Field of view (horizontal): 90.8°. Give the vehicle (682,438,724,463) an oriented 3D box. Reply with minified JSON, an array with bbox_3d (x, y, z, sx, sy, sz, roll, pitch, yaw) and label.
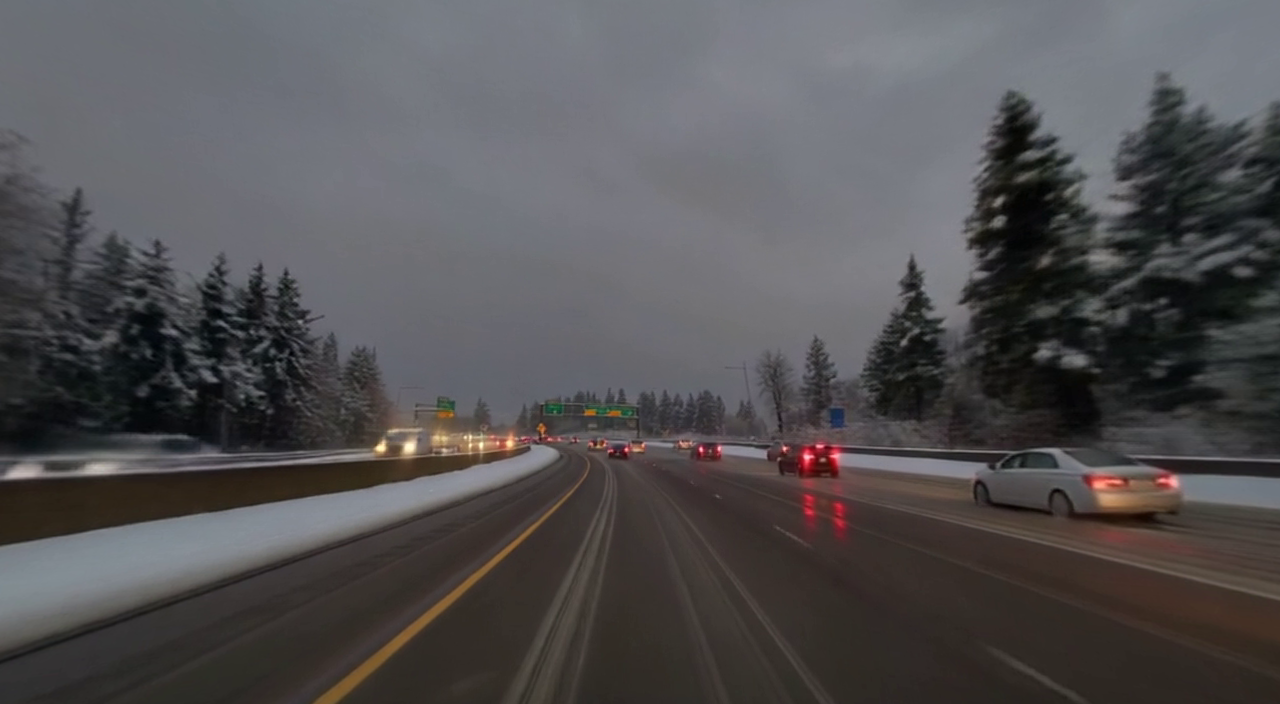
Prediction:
[{"bbox_3d":[4.210,6.702,42.998,2.094,1.652,3.955,1,-9,-5],"label":"vehicle"}]

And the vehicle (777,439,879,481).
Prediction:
[{"bbox_3d":[7.290,4.265,25.150,2.196,1.494,4.735,1,-9,-6],"label":"vehicle"}]

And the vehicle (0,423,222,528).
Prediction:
[{"bbox_3d":[-9.670,2.047,10.995,1.844,1.451,4.488,0,-9,-3],"label":"vehicle"}]

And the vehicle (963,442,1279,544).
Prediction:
[{"bbox_3d":[7.949,2.298,11.056,2.042,1.390,4.386,1,-9,-4],"label":"vehicle"}]

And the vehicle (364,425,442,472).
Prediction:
[{"bbox_3d":[-10.528,4.342,28.422,2.064,1.918,4.078,0,-9,-3],"label":"vehicle"}]

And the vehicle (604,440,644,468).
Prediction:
[{"bbox_3d":[-0.985,5.824,36.183,2.090,1.510,4.280,1,-9,-4],"label":"vehicle"}]
